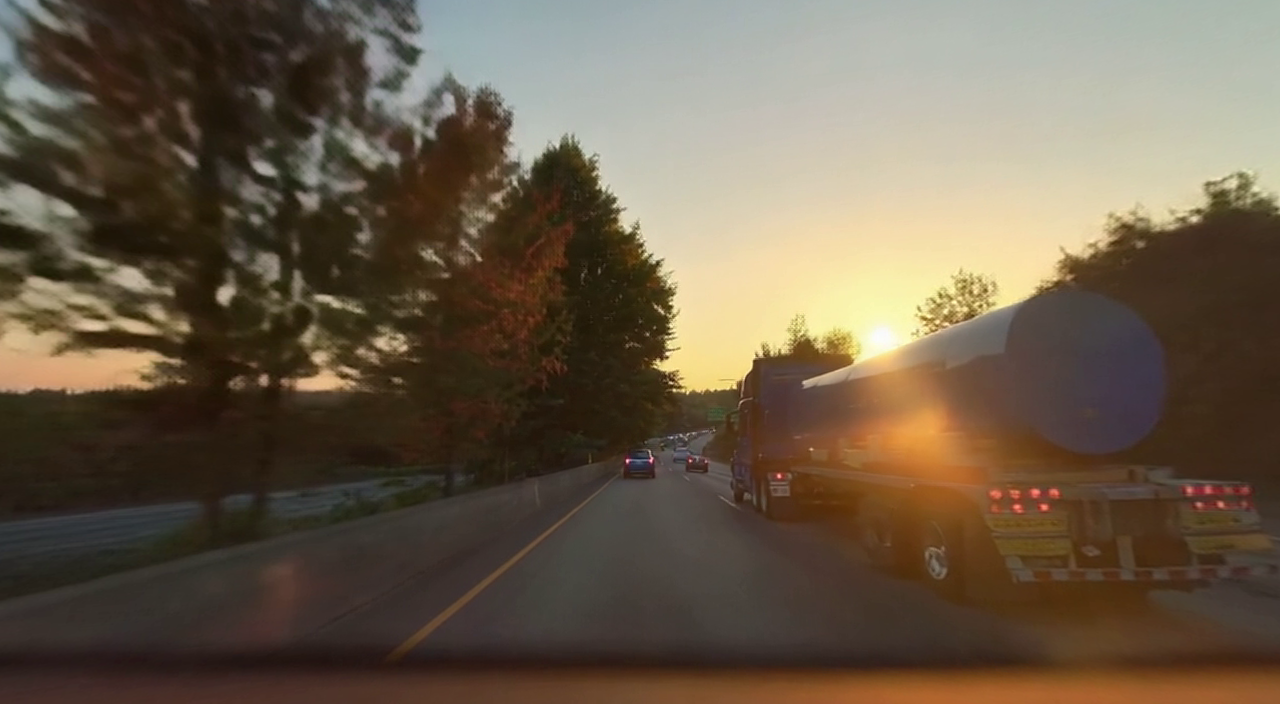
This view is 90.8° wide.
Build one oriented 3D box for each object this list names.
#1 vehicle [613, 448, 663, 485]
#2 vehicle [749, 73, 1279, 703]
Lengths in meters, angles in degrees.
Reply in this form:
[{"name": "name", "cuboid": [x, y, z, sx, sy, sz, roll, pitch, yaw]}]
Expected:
[{"name": "vehicle", "cuboid": [-0.092, 4.926, 27.480, 2.003, 1.490, 3.636, 0, -9, 0]}, {"name": "vehicle", "cuboid": [3.962, 1.002, 9.081, 2.694, 3.453, 11.641, 0, -9, 0]}]
